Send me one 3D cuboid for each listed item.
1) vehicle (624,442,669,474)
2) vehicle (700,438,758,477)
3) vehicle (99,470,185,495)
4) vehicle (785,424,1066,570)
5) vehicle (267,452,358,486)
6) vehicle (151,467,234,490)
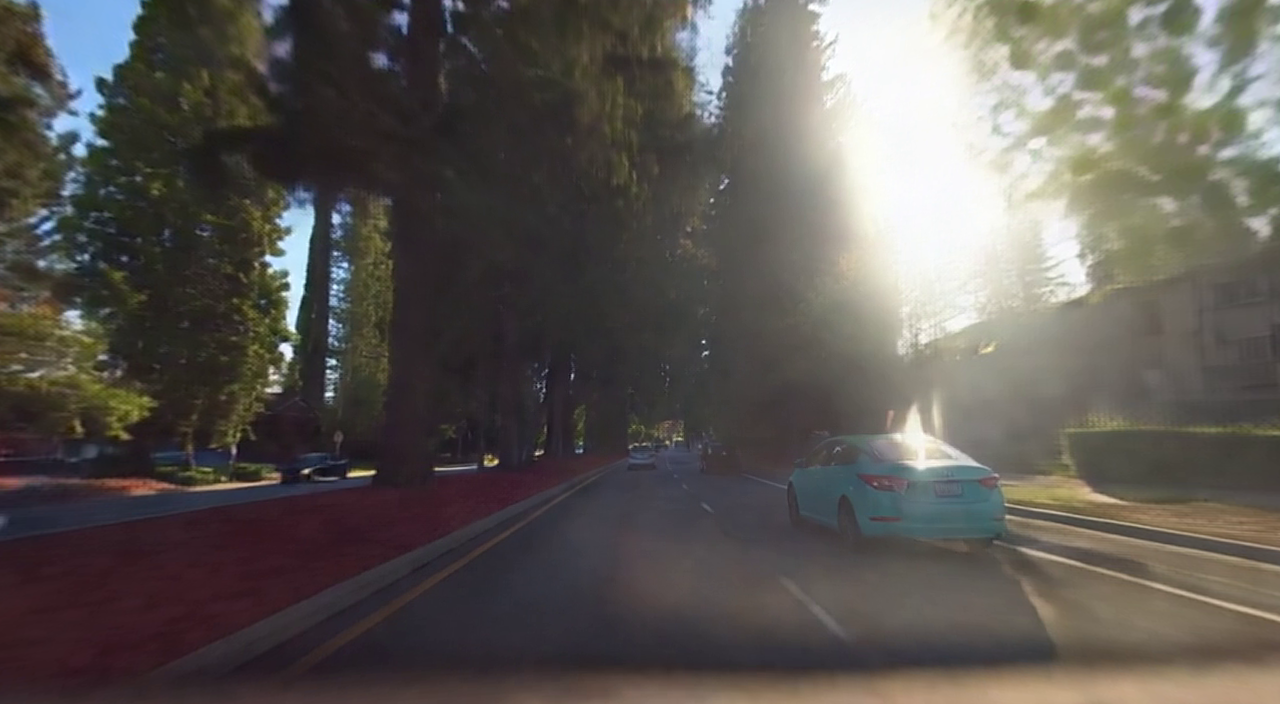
[{"bbox_3d":[0.321,5.179,31.017,2.082,1.473,4.028,0,-9,1],"label":"vehicle"},{"bbox_3d":[4.014,4.855,29.326,2.074,1.652,4.340,0,-9,0],"label":"vehicle"},{"bbox_3d":[-30.945,8.110,39.322,3.757,1.391,2.001,-2,-9,3],"label":"vehicle"},{"bbox_3d":[3.516,1.862,8.838,1.985,1.529,4.147,0,-9,0],"label":"vehicle"},{"bbox_3d":[-15.229,5.449,29.699,1.843,1.453,4.425,0,-9,1],"label":"vehicle"},{"bbox_3d":[-31.512,8.898,44.561,4.432,1.535,1.866,0,-9,3],"label":"vehicle"}]
